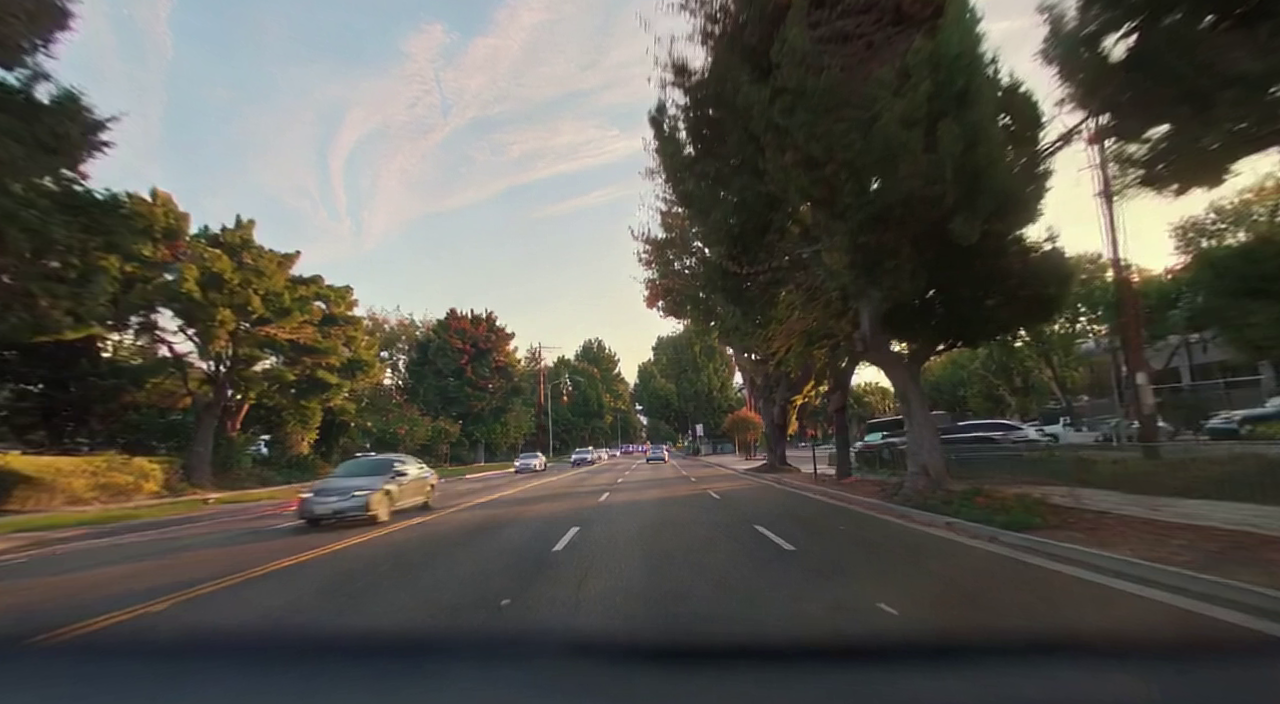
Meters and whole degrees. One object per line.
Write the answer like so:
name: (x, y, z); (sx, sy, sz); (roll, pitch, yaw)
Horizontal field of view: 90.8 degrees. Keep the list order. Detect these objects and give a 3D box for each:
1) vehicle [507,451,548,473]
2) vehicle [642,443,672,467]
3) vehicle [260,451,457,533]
vehicle: (-8.175, 8.011, 46.259); (2.058, 1.495, 4.448); (-1, -9, 2)
vehicle: (1.294, 7.824, 48.202); (2.163, 1.746, 4.073); (-1, -8, 1)
vehicle: (-5.876, 2.948, 13.997); (2.138, 1.446, 4.614); (-1, -9, 2)
